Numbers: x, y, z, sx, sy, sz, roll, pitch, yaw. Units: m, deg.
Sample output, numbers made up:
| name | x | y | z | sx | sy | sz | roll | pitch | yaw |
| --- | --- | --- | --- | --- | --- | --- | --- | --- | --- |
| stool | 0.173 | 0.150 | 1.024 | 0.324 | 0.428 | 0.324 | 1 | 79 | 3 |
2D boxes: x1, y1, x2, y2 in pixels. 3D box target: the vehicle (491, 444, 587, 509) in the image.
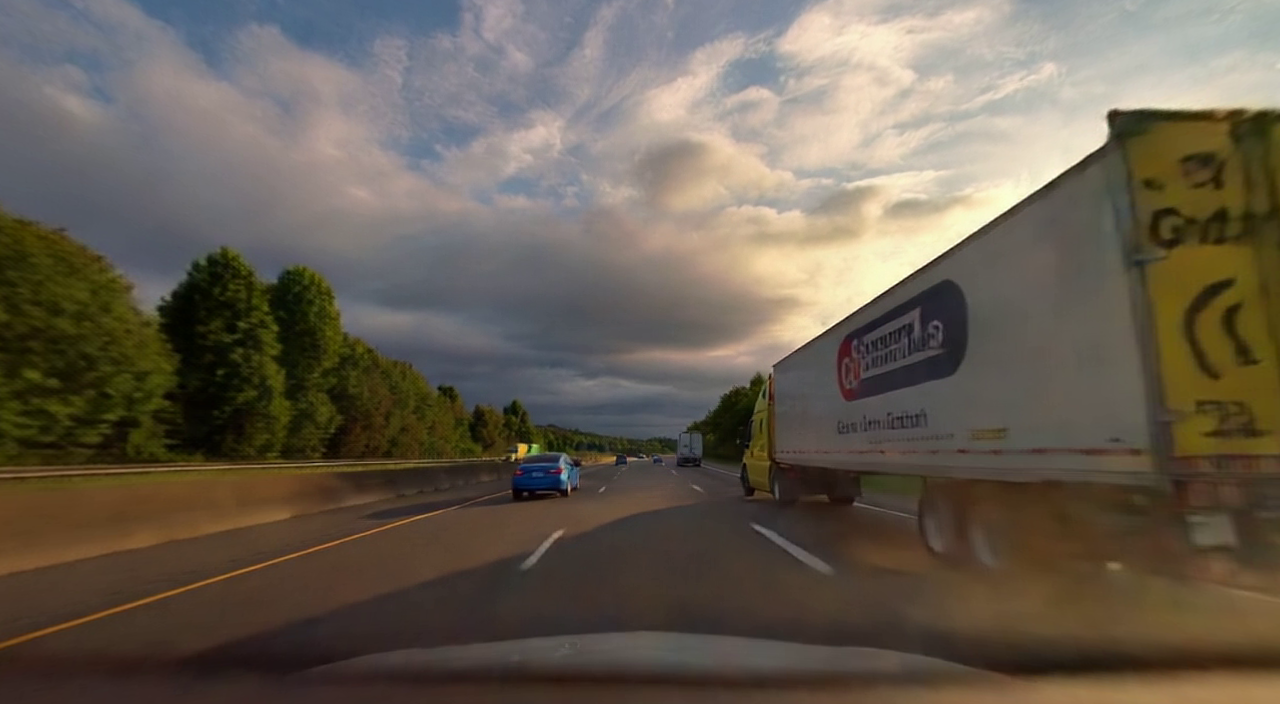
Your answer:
| name | x | y | z | sx | sy | sz | roll | pitch | yaw |
| --- | --- | --- | --- | --- | --- | --- | --- | --- | --- |
| vehicle | -2.675 | 3.413 | 17.774 | 1.960 | 1.579 | 4.384 | 0 | -9 | 1 |

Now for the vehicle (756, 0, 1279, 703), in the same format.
| name | x | y | z | sx | sy | sz | roll | pitch | yaw |
| --- | --- | --- | --- | --- | --- | --- | --- | --- | --- |
| vehicle | 4.610 | 0.825 | 9.750 | 2.858 | 3.952 | 13.731 | 0 | -9 | -1 |
